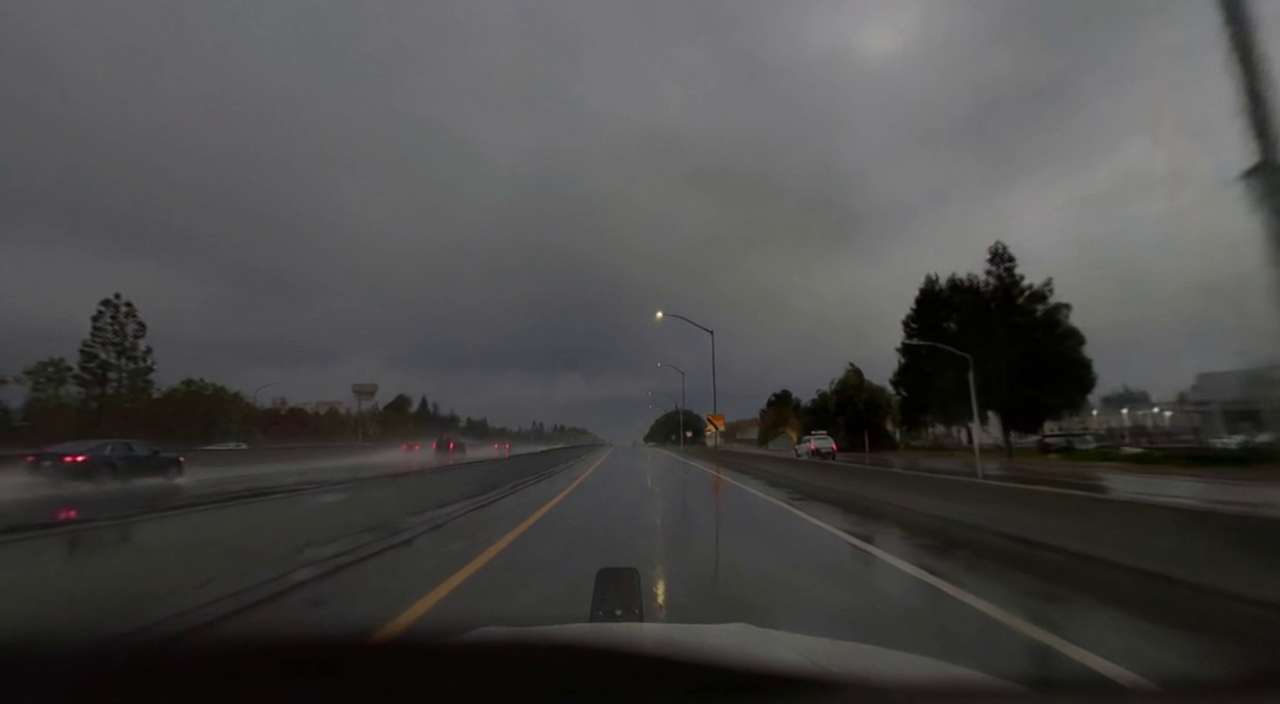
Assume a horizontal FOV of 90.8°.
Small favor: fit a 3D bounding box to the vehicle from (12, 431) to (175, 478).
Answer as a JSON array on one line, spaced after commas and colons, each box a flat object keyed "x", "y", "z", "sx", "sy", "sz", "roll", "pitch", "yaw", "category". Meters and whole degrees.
[{"x": -19.677, "y": 3.710, "z": 23.094, "sx": 2.068, "sy": 1.518, "sz": 4.438, "roll": 0, "pitch": -8, "yaw": -2, "category": "vehicle"}]

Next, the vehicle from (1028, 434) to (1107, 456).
[{"x": 30.213, "y": 6.568, "z": 44.746, "sx": 4.141, "sy": 1.505, "sz": 1.972, "roll": 0, "pitch": -8, "yaw": 3, "category": "vehicle"}]

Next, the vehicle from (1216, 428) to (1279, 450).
[{"x": 46.534, "y": 6.552, "z": 47.591, "sx": 1.785, "sy": 1.507, "sz": 4.321, "roll": -1, "pitch": -7, "yaw": -9, "category": "vehicle"}]
